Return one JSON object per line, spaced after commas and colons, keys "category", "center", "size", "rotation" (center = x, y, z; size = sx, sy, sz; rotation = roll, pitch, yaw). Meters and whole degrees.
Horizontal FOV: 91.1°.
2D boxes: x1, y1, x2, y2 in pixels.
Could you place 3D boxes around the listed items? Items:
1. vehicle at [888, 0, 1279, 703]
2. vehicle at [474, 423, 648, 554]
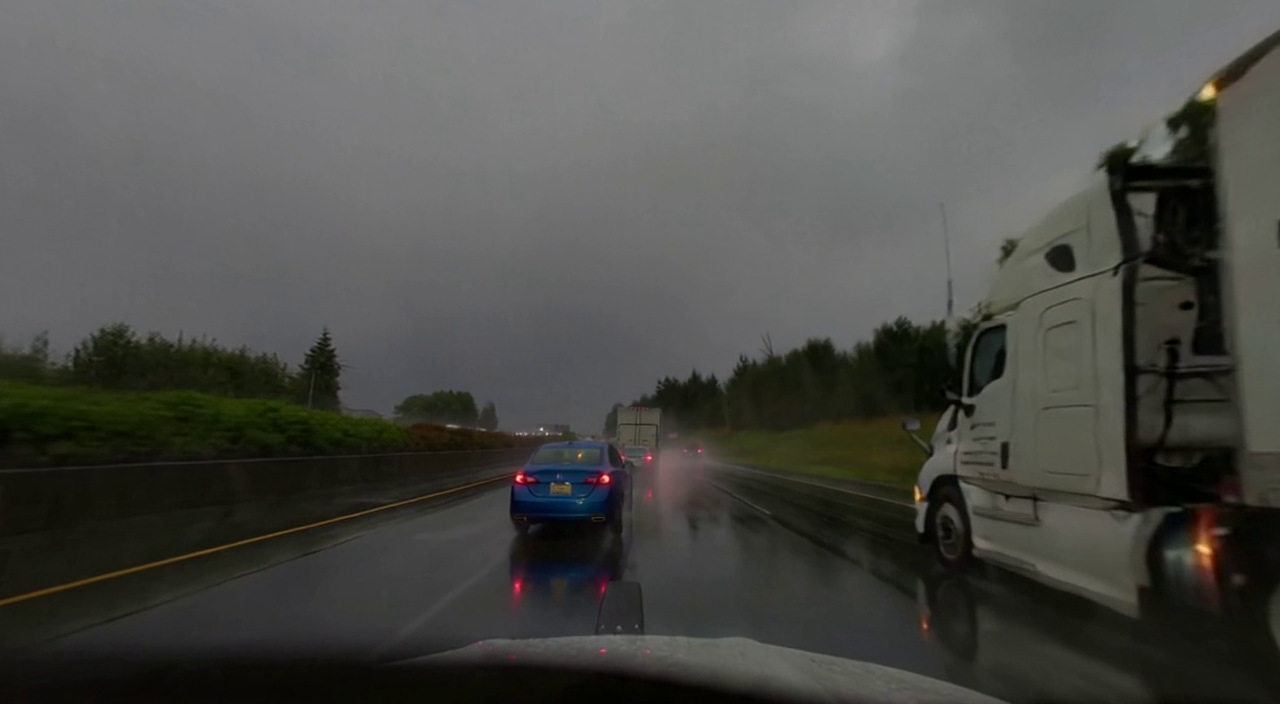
{"category": "vehicle", "center": [4.875, 0.054, 5.375], "size": [2.982, 4.187, 6.008], "rotation": [0, -9, 1]}
{"category": "vehicle", "center": [-0.950, 1.974, 9.648], "size": [2.038, 1.582, 3.729], "rotation": [-1, -9, 2]}
